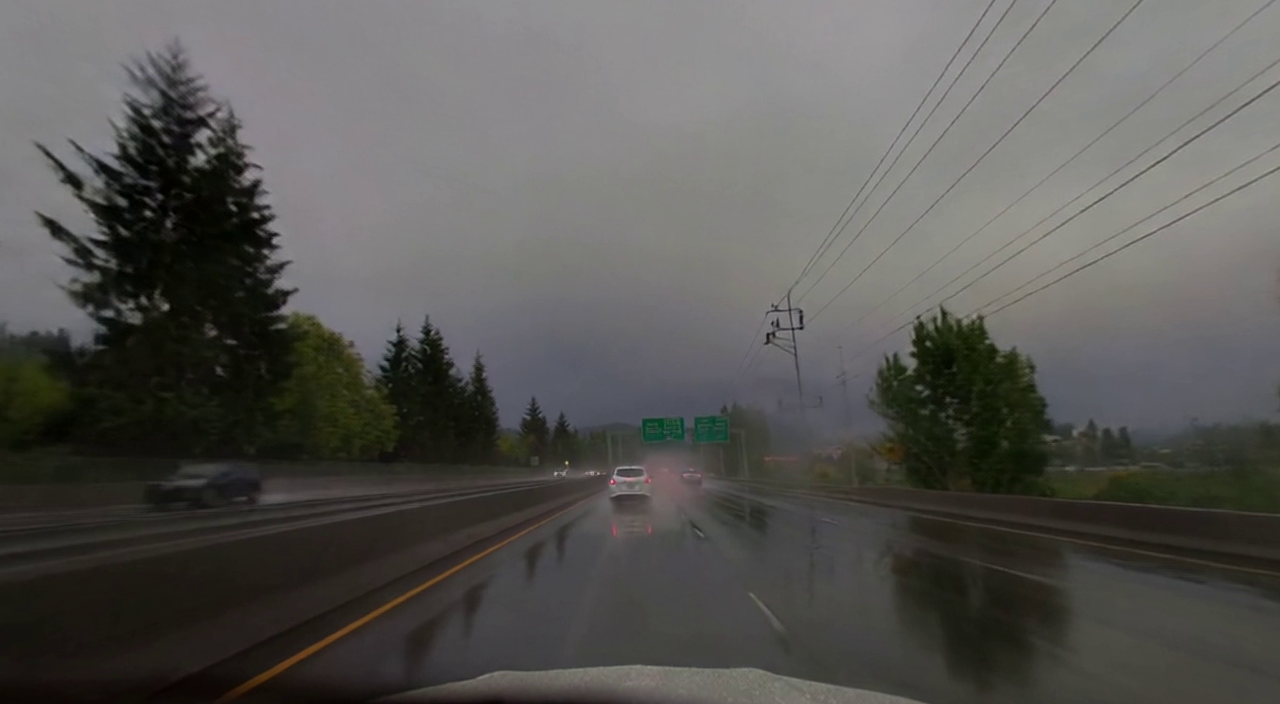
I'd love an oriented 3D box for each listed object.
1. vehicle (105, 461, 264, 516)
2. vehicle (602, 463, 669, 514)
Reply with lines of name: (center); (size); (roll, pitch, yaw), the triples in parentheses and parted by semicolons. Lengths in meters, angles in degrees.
vehicle: (-14.619, 4.392, 20.581); (1.960, 1.570, 4.196); (1, -10, 1)
vehicle: (-0.160, 4.444, 20.795); (1.987, 1.480, 3.786); (1, -10, -1)
